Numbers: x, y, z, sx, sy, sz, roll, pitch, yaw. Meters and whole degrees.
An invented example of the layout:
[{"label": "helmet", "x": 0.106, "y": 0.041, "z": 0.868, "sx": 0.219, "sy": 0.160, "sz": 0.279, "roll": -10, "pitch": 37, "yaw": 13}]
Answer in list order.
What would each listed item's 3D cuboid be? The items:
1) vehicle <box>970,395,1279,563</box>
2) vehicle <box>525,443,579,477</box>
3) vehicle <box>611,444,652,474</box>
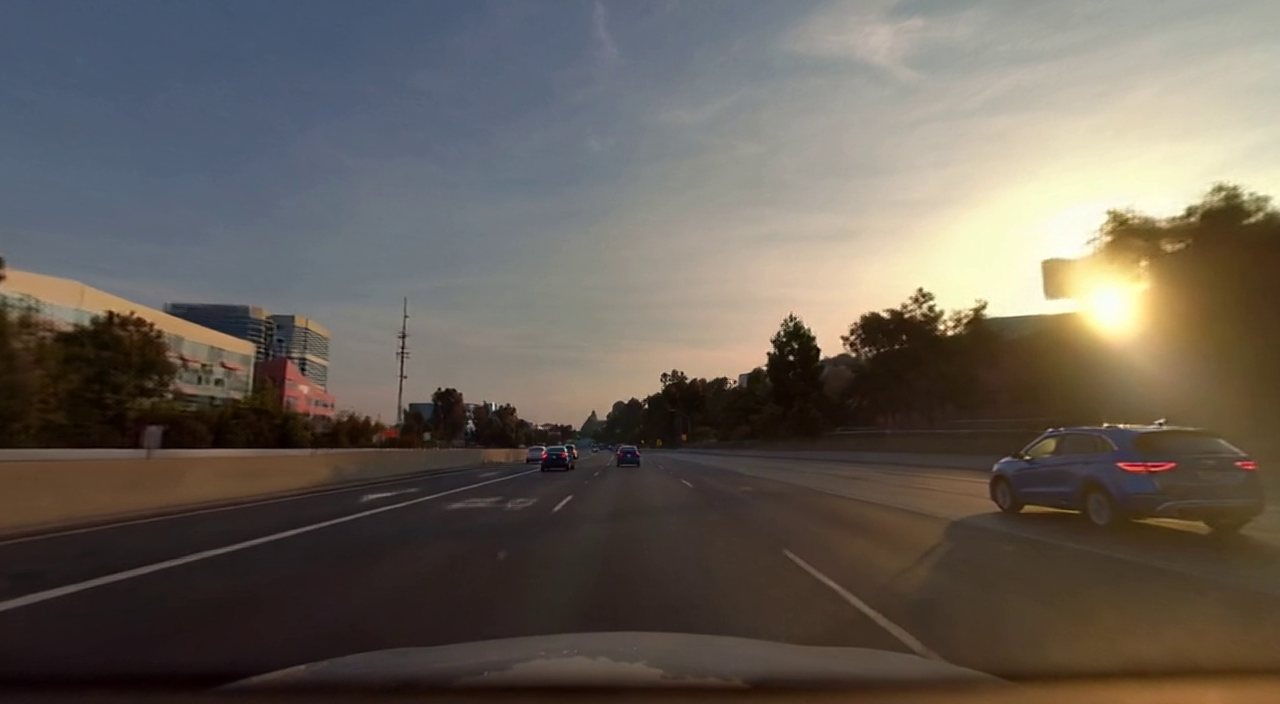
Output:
[{"label": "vehicle", "x": 7.207, "y": 1.728, "z": 9.278, "sx": 2.028, "sy": 1.801, "sz": 4.741, "roll": 0, "pitch": -9, "yaw": -1}, {"label": "vehicle", "x": -4.072, "y": 5.070, "z": 29.975, "sx": 1.886, "sy": 1.465, "sz": 4.625, "roll": 0, "pitch": -8, "yaw": 0}, {"label": "vehicle", "x": -0.470, "y": 5.543, "z": 32.974, "sx": 1.997, "sy": 1.485, "sz": 4.094, "roll": 0, "pitch": -9, "yaw": -2}]
